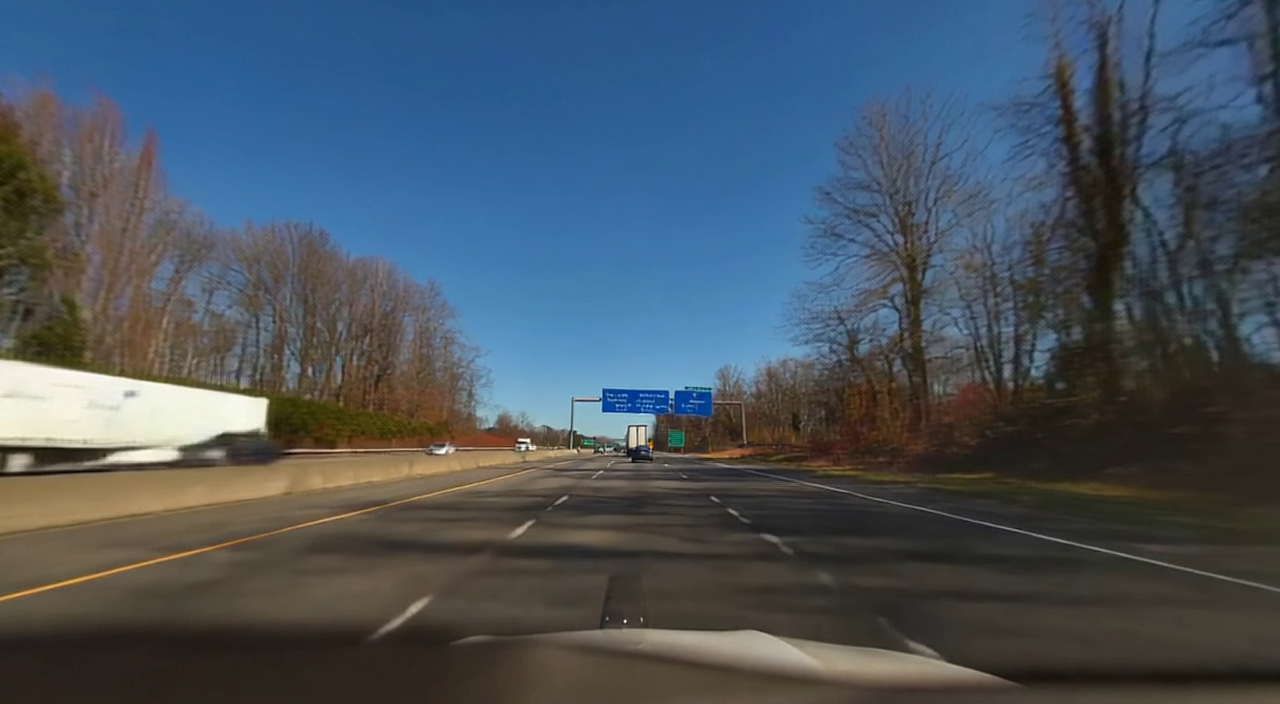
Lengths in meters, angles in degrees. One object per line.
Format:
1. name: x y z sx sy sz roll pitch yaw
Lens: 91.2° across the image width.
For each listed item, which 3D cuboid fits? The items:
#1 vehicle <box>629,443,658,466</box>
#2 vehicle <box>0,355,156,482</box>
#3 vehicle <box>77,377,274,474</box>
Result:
1. vehicle: 0.215 6.919 42.440 1.859 1.478 3.799 0 -8 0
2. vehicle: -21.952 2.304 21.196 2.993 4.028 10.213 0 -8 0
3. vehicle: -21.955 3.705 30.595 3.024 4.048 8.451 0 -8 0
